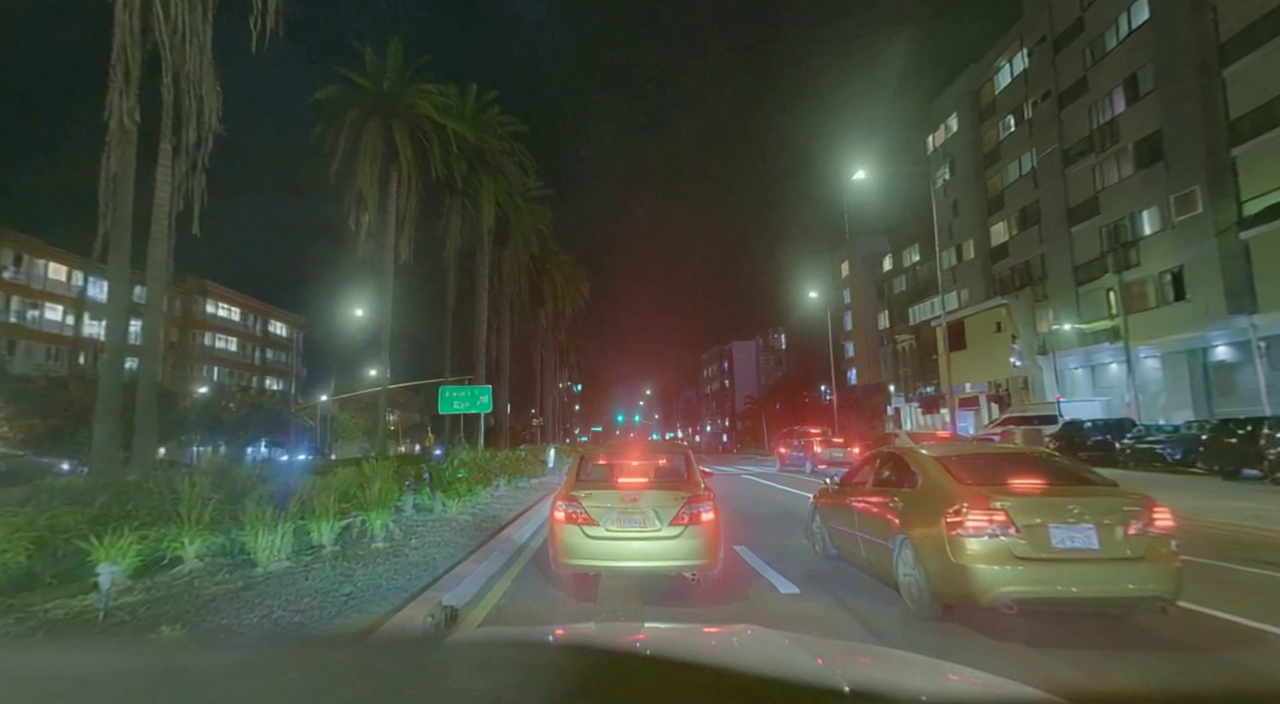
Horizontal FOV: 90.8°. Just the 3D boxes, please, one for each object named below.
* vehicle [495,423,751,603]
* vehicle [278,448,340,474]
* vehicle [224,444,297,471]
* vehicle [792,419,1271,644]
[{"bbox_3d":[-0.156,1.659,7.373,2.158,1.498,3.919,0,-8,0],"label":"vehicle"},{"bbox_3d":[-20.568,6.763,39.396,1.764,1.510,3.827,0,-9,0],"label":"vehicle"},{"bbox_3d":[-28.255,7.869,47.272,2.115,1.884,5.481,0,-8,-1],"label":"vehicle"},{"bbox_3d":[3.144,1.515,6.456,1.925,1.451,4.436,0,-8,-2],"label":"vehicle"}]
